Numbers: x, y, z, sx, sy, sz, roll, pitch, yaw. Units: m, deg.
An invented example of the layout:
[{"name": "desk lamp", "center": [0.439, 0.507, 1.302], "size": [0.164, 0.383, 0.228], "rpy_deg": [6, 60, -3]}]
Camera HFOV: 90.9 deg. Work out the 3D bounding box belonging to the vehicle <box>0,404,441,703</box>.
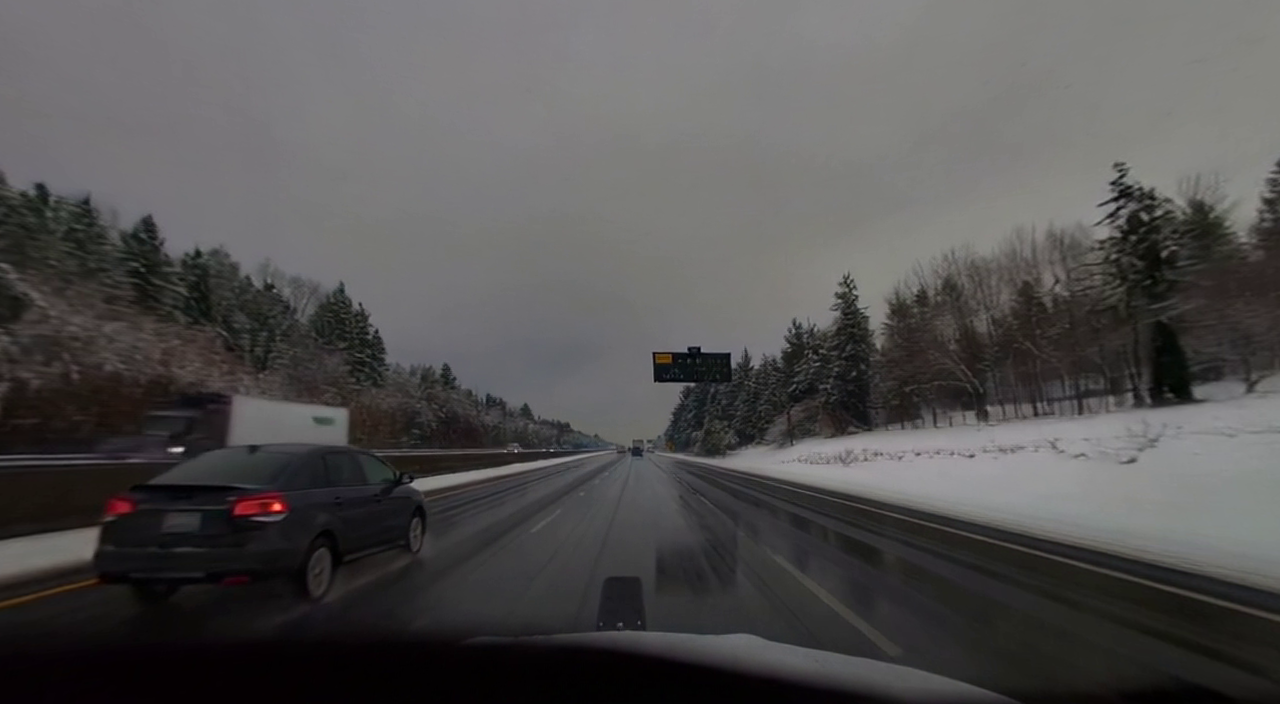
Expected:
[{"name": "vehicle", "center": [-3.318, 1.338, 5.061], "size": [1.977, 1.520, 4.361], "rpy_deg": [0, -9, 0]}]
